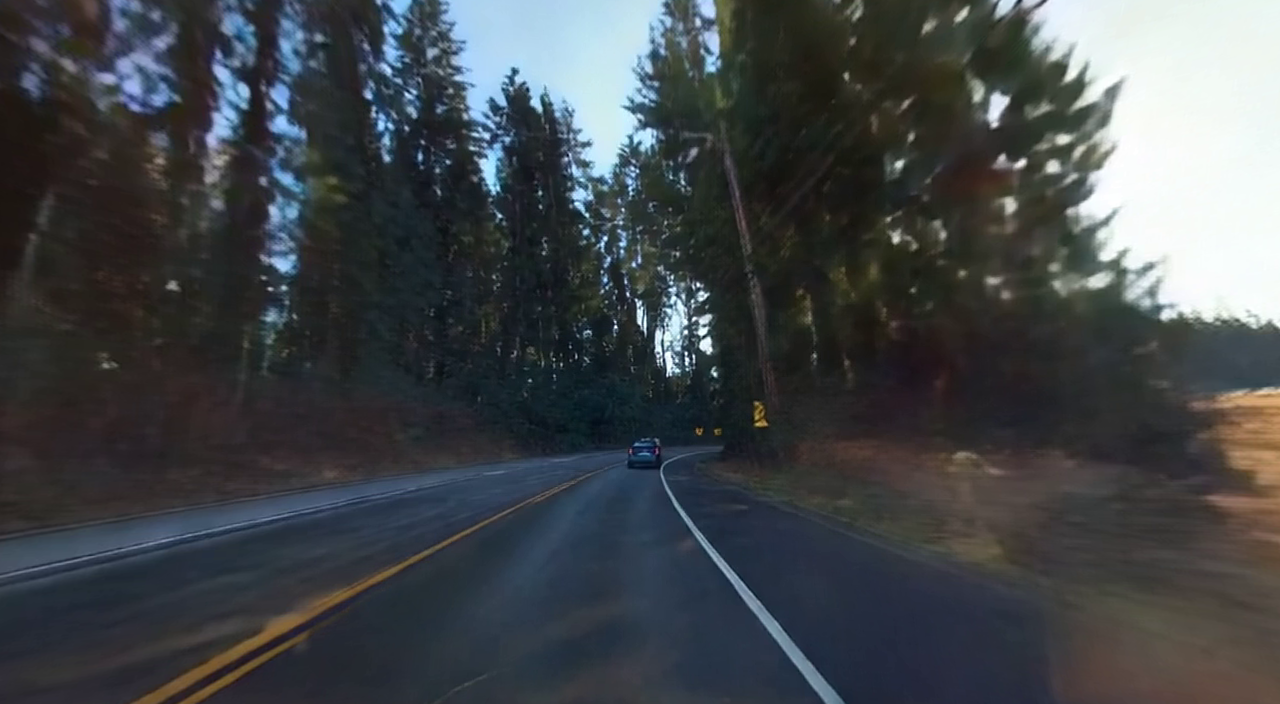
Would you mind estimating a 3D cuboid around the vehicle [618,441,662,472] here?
[{"bbox_3d":[0.081,5.524,33.479,2.059,1.524,3.963,-1,-9,4],"label":"vehicle"}]
